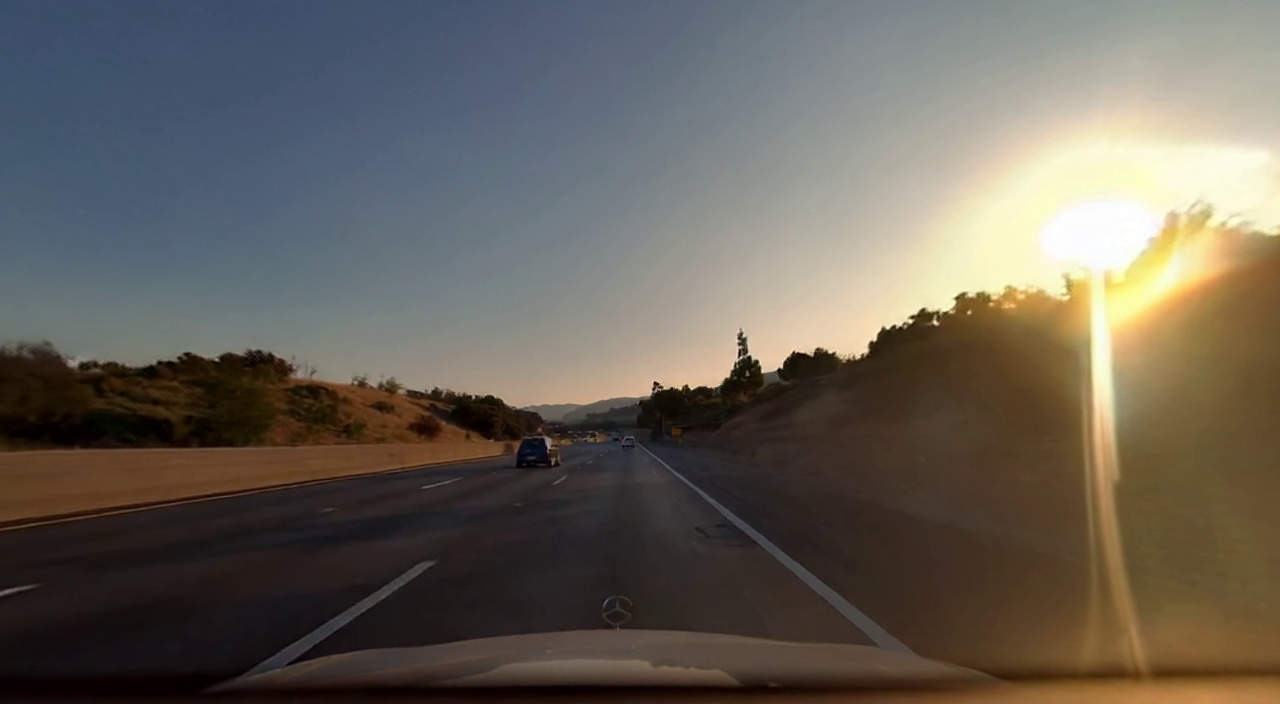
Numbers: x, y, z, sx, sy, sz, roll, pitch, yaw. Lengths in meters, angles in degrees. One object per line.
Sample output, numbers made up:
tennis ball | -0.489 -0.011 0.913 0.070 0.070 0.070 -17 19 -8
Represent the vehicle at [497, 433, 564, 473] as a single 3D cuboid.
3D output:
vehicle | -4.721 4.423 27.949 2.129 1.588 4.980 0 -8 0
